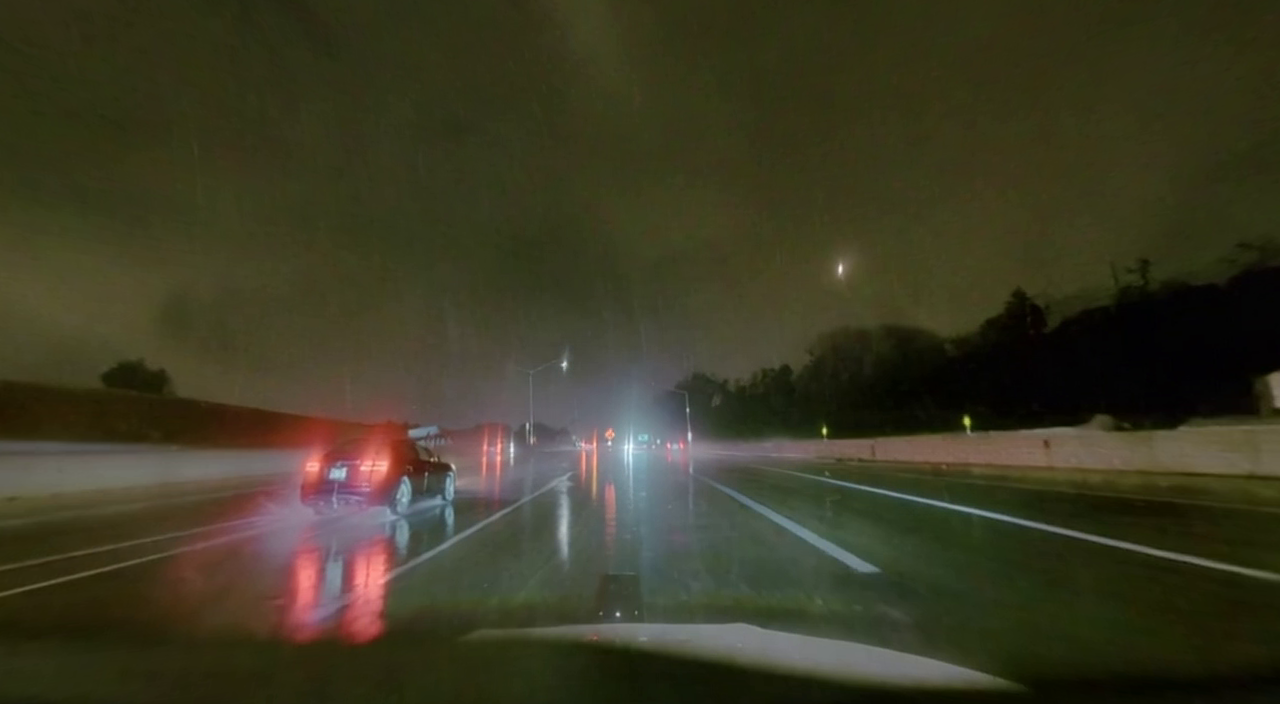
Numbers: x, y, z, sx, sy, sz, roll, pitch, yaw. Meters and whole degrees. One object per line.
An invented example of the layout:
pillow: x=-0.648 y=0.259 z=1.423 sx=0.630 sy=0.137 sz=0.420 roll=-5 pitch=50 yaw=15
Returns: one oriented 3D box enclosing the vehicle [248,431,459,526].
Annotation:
vehicle: x=-5.090 y=2.303 z=12.060 sx=1.981 sy=1.465 sz=4.334 roll=0 pitch=-9 yaw=0
